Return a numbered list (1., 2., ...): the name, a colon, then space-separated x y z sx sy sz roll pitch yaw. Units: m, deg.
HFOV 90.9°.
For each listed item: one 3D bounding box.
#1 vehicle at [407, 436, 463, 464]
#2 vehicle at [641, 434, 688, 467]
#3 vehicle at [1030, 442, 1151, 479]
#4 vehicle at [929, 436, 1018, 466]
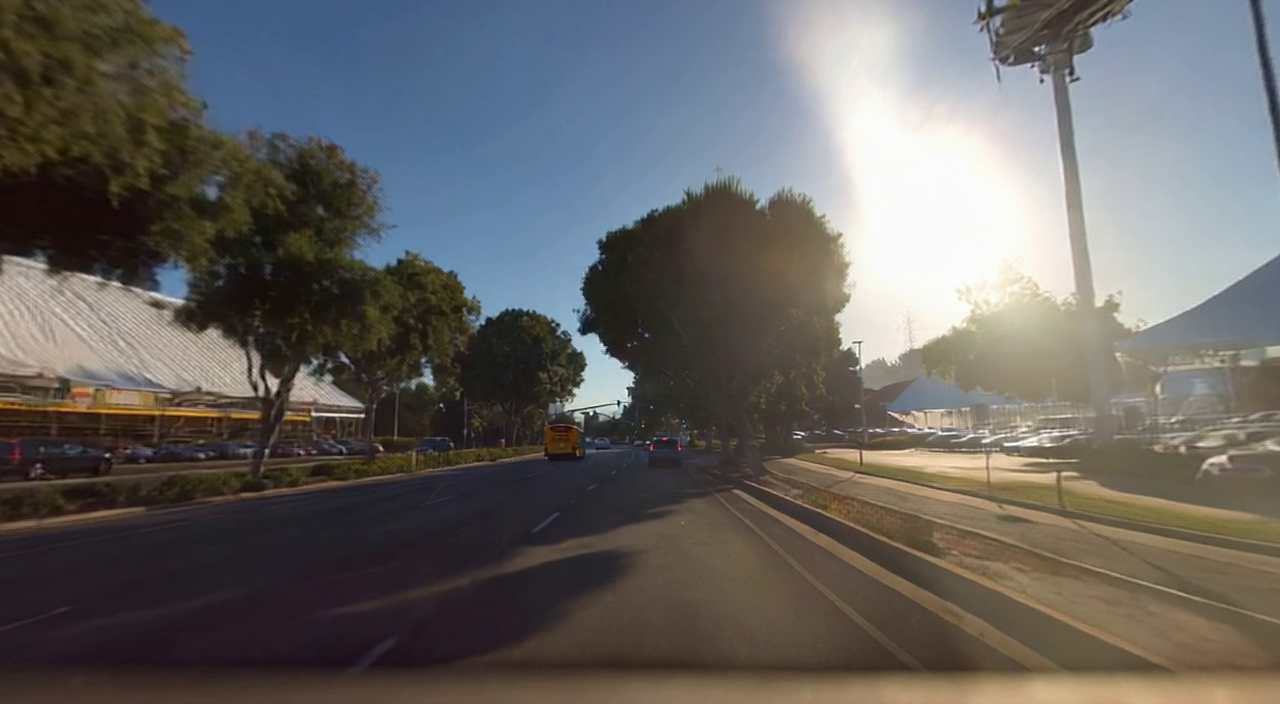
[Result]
1. vehicle: -13.735 6.619 42.611 2.126 1.742 4.517 0 -9 2
2. vehicle: 1.143 4.885 31.284 2.123 1.498 4.226 0 -9 0
3. vehicle: 19.198 4.625 27.190 1.849 1.466 4.831 -1 -9 3
4. vehicle: 19.694 5.882 37.633 2.229 1.661 5.991 0 -9 2
